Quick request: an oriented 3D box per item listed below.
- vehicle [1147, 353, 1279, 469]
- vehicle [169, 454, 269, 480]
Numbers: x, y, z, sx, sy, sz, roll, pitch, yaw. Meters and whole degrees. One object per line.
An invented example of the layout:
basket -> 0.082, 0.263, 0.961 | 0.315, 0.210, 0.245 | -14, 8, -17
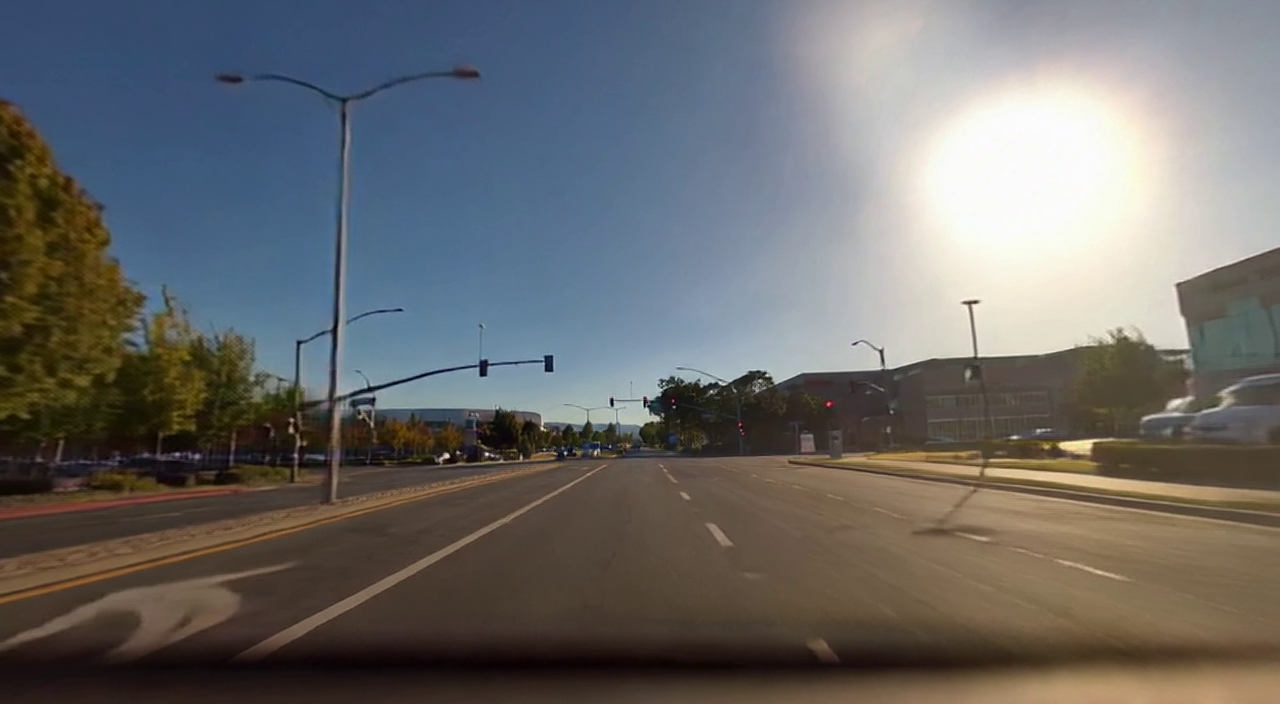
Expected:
vehicle -> 20.782, 1.904, 19.732 | 7.304, 3.335, 2.869 | 0, -9, -2
vehicle -> -30.852, 8.447, 46.451 | 5.418, 1.823, 2.531 | 0, -9, -2
